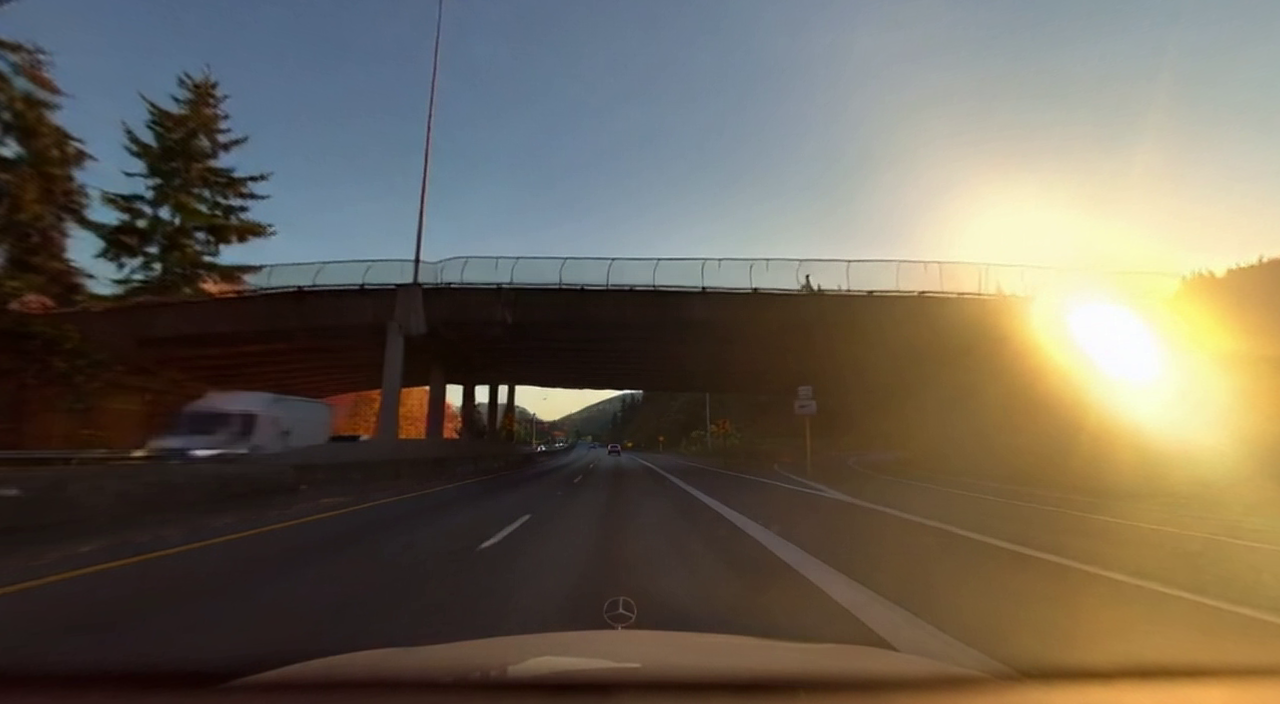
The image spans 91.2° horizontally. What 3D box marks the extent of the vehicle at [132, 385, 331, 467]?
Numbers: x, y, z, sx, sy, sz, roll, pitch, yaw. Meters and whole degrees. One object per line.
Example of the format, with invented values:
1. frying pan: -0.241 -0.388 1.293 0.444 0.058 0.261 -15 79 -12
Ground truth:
1. vehicle: -14.041 2.748 22.400 2.526 2.474 6.834 0 -9 0
